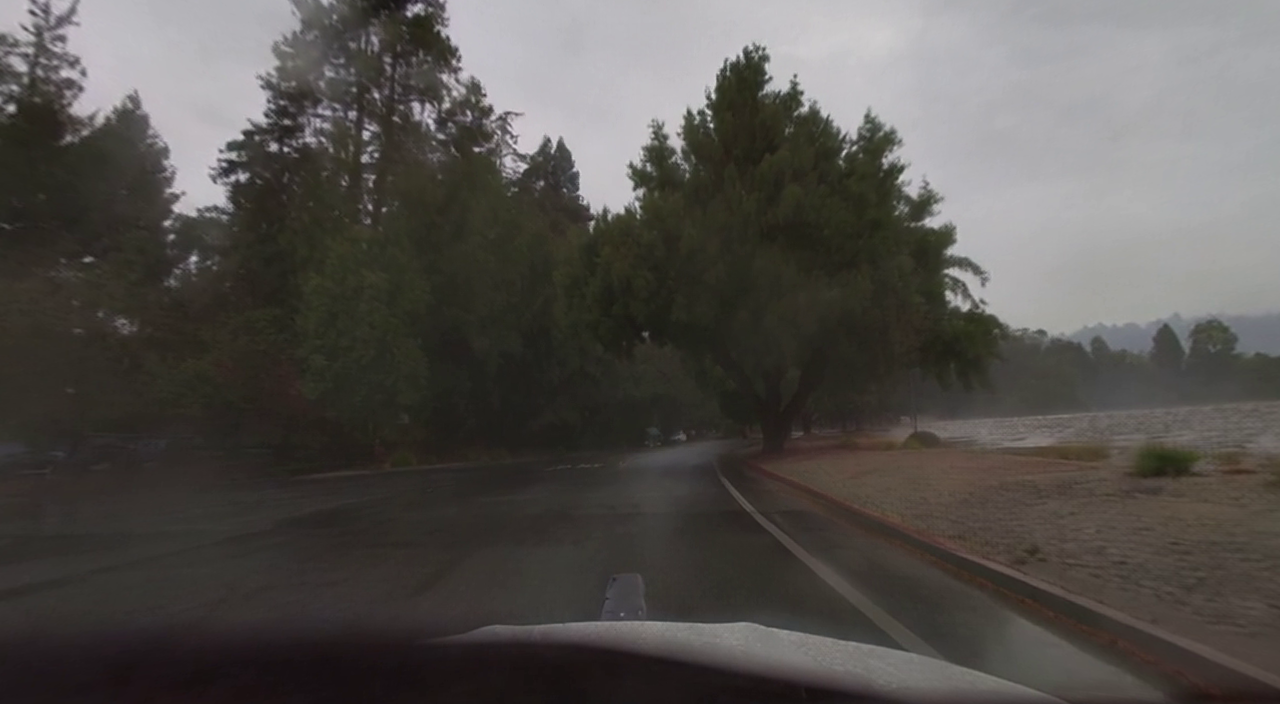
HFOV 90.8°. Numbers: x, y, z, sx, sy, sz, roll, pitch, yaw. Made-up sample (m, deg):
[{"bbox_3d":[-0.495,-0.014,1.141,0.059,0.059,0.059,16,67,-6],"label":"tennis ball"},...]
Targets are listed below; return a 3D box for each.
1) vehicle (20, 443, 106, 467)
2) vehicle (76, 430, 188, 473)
[{"bbox_3d":[-39.519,7.046,43.306,4.258,1.584,1.843,-1,-9,5],"label":"vehicle"},{"bbox_3d":[-28.202,5.493,35.152,4.733,1.892,1.939,-4,-4,2],"label":"vehicle"}]
